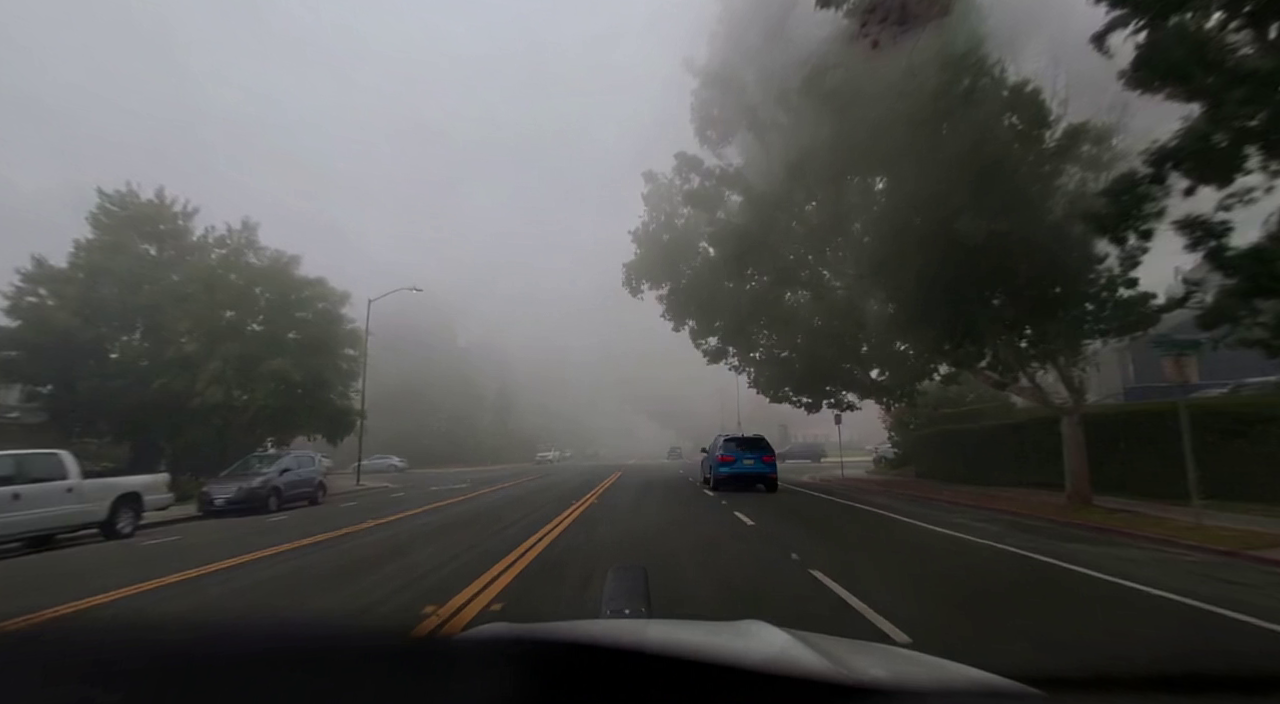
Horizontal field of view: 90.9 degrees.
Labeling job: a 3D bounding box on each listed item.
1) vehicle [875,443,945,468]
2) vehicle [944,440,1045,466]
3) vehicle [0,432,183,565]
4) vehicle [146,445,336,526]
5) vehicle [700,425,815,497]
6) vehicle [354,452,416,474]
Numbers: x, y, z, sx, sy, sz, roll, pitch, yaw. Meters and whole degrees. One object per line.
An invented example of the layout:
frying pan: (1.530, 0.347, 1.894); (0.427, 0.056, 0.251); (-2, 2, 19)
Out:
vehicle: (16.733, 6.410, 39.126); (3.467, 1.520, 1.801); (0, -8, 0)
vehicle: (22.019, 6.295, 39.282); (5.051, 1.527, 1.968); (0, -10, 2)
vehicle: (-10.440, 2.299, 9.957); (2.386, 1.899, 5.278); (-3, -9, 1)
vehicle: (-10.469, 3.467, 17.096); (2.037, 1.790, 4.676); (-2, -9, 1)
vehicle: (3.426, 3.350, 19.804); (2.497, 1.889, 5.833); (0, -8, 0)
vehicle: (-19.821, 8.623, 49.047); (3.986, 1.665, 1.888); (-1, -8, 2)
